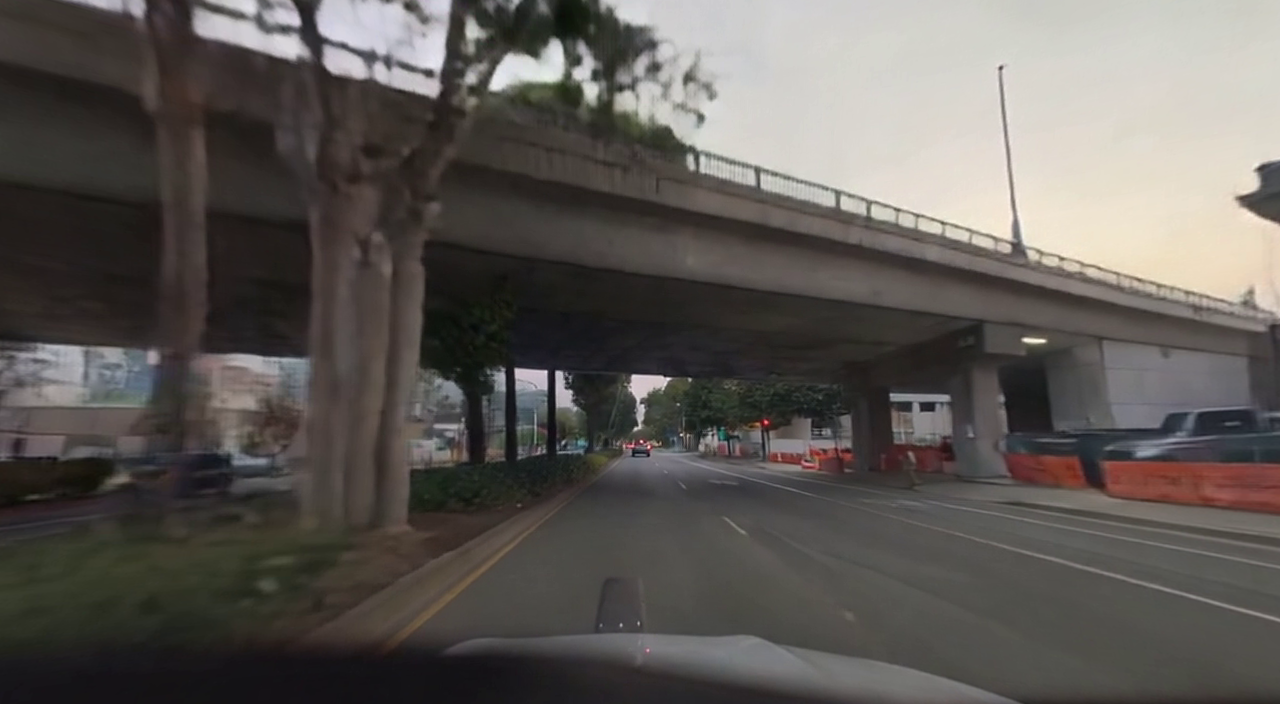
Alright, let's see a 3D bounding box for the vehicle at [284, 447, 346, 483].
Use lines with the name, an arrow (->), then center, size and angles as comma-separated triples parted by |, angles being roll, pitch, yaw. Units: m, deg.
vehicle -> -17.556, 5.995, 34.036 | 2.613, 1.746, 6.093 | 4, -10, -28
